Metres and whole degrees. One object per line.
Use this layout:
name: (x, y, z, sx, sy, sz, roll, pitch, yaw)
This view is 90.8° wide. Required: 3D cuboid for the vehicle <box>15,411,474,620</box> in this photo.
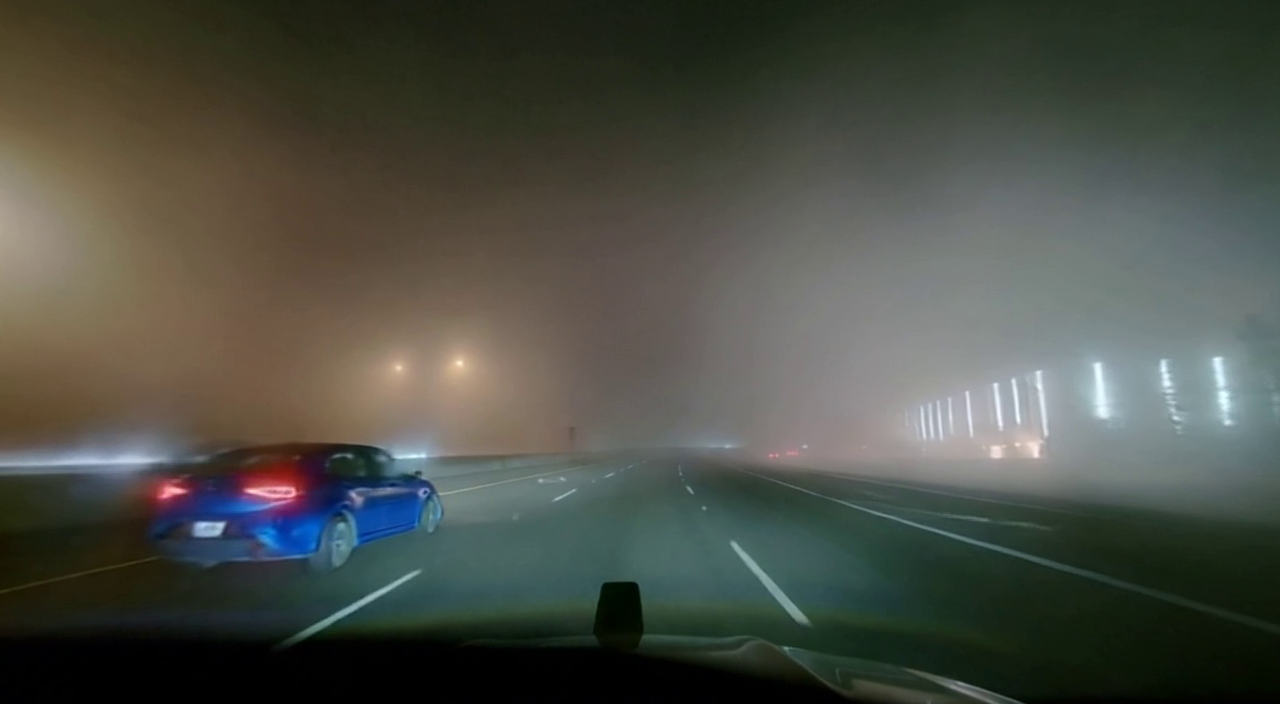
vehicle: (-3.640, 1.598, 7.227, 2.087, 1.566, 4.756, 0, -9, 1)
